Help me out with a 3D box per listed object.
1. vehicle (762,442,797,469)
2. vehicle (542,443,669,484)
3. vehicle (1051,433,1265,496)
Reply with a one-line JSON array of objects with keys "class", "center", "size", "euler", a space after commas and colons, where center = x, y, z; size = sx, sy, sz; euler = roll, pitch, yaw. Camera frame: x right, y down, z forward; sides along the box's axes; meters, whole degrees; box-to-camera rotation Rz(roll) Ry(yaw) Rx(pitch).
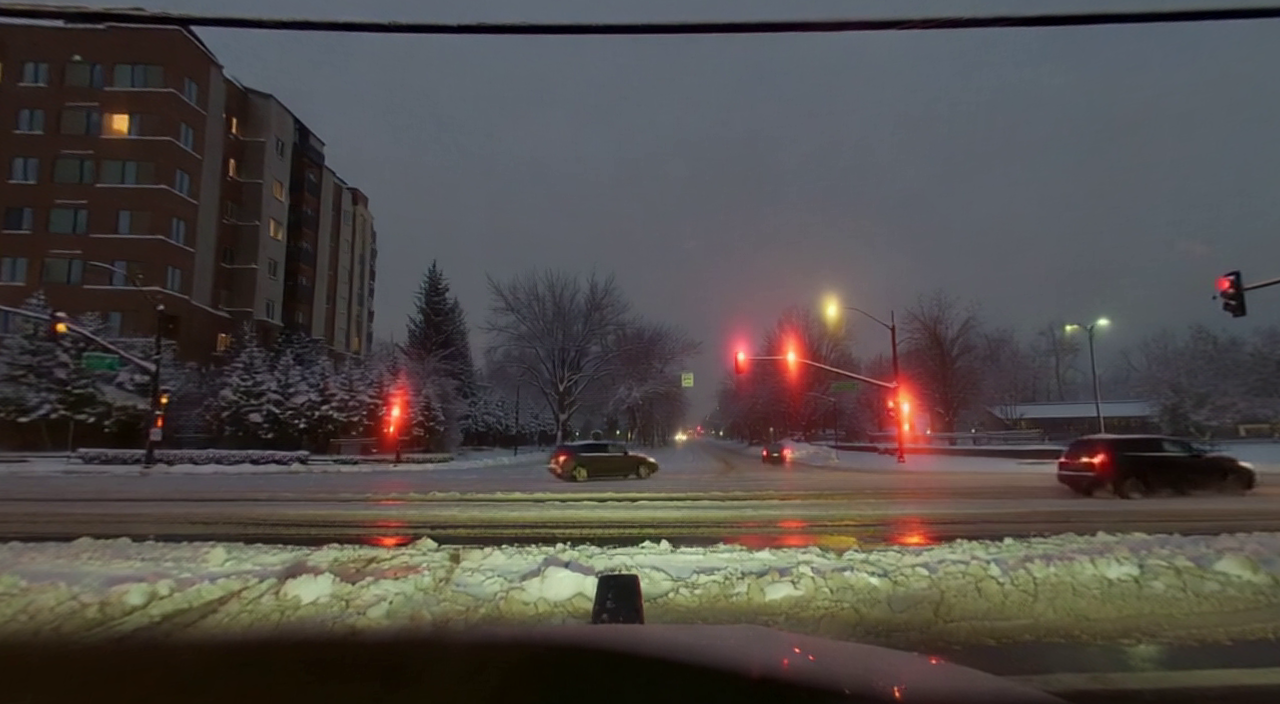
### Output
[{"class": "vehicle", "center": [8.958, 6.572, 40.327], "size": [1.955, 1.569, 4.397], "euler": [-2, -9, 14]}, {"class": "vehicle", "center": [-1.305, 4.261, 24.472], "size": [4.424, 1.454, 2.043], "euler": [5, -10, -30]}, {"class": "vehicle", "center": [15.969, 3.460, 19.671], "size": [4.923, 1.800, 2.153], "euler": [1, -8, -6]}]
